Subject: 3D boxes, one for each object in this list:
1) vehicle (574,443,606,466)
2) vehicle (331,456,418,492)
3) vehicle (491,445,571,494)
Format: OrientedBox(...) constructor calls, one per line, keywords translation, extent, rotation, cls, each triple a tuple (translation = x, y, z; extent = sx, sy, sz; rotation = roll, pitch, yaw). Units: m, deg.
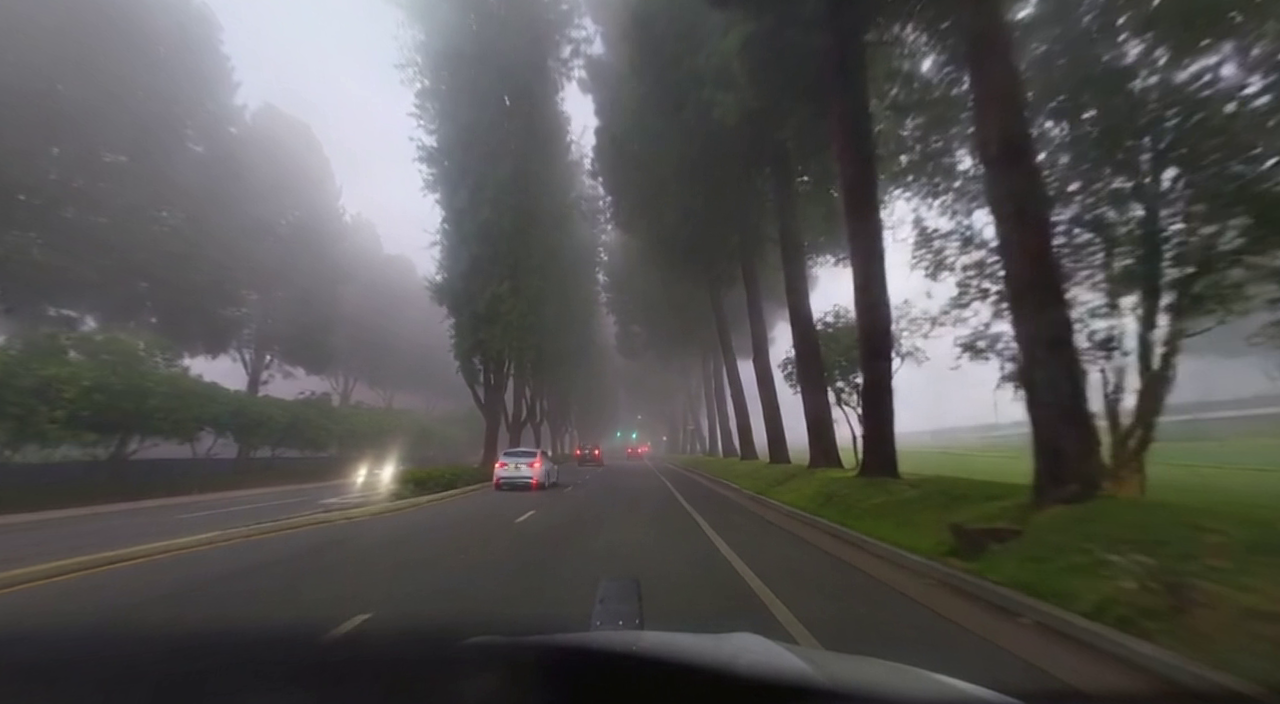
OrientedBox(translation=(-3.847, 7.938, 49.049), extent=(2.077, 1.725, 4.153), rotation=(0, -9, 1), cls="vehicle")
OrientedBox(translation=(-11.808, 5.444, 28.468), extent=(1.924, 1.430, 4.417), rotation=(0, -9, 1), cls="vehicle")
OrientedBox(translation=(-3.516, 3.869, 21.140), extent=(1.932, 1.431, 4.144), rotation=(0, -9, 0), cls="vehicle")
